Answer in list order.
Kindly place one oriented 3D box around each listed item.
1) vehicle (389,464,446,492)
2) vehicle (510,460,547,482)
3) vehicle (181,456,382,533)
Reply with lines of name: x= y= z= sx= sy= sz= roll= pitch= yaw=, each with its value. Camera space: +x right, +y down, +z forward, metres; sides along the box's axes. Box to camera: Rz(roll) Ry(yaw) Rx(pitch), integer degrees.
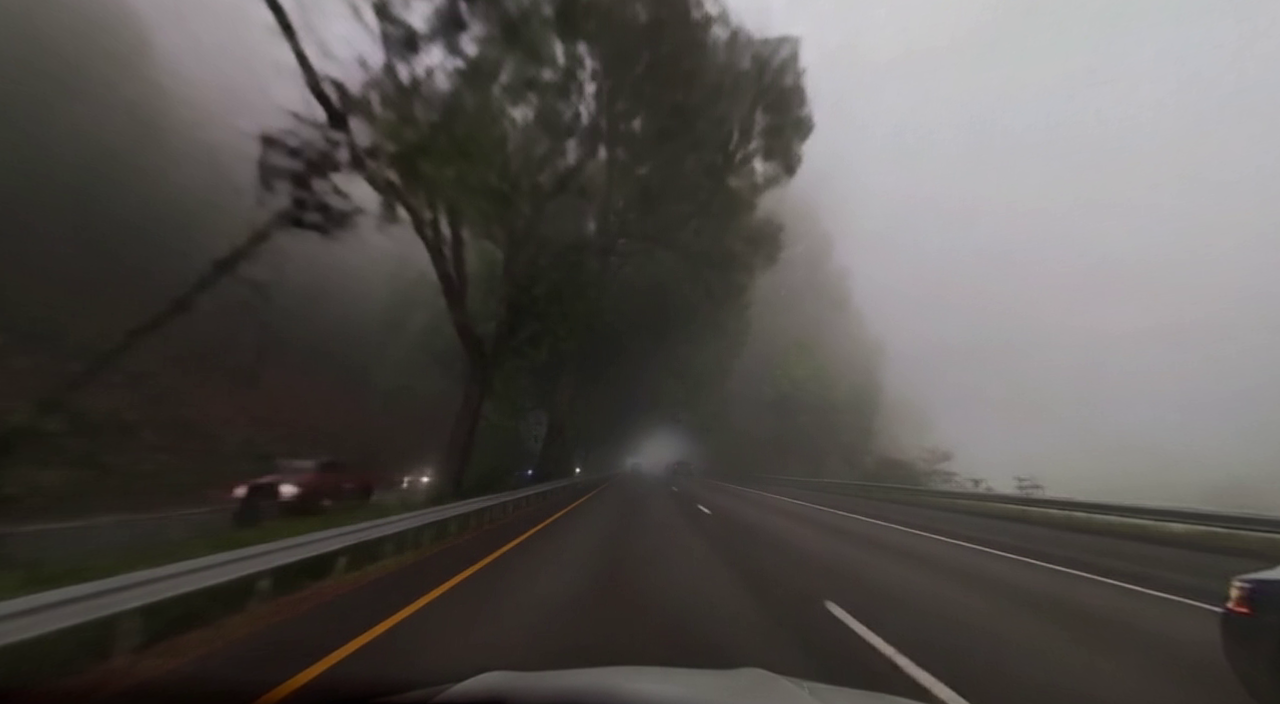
vehicle: x=-12.727 y=7.233 z=36.301 sx=1.850 sy=1.498 sz=3.693 roll=1 pitch=-10 yaw=1
vehicle: x=-7.963 y=8.568 z=45.346 sx=1.916 sy=1.457 sz=3.642 roll=0 pitch=-10 yaw=2
vehicle: x=-7.874 y=3.175 z=14.462 sx=2.049 sy=1.456 sz=4.249 roll=1 pitch=-10 yaw=1
